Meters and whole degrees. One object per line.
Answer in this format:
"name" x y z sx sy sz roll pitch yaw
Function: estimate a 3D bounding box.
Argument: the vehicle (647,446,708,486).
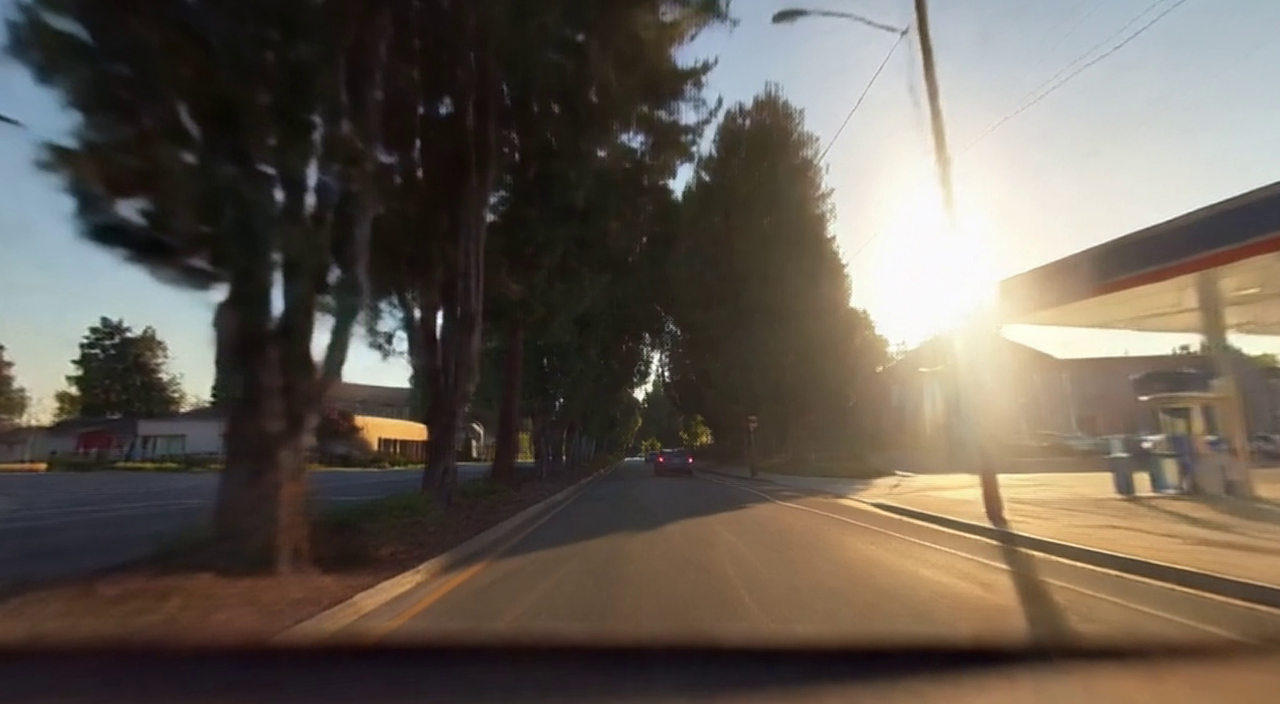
"vehicle" 1.440 4.629 26.019 2.061 1.475 4.296 0 -8 -3
